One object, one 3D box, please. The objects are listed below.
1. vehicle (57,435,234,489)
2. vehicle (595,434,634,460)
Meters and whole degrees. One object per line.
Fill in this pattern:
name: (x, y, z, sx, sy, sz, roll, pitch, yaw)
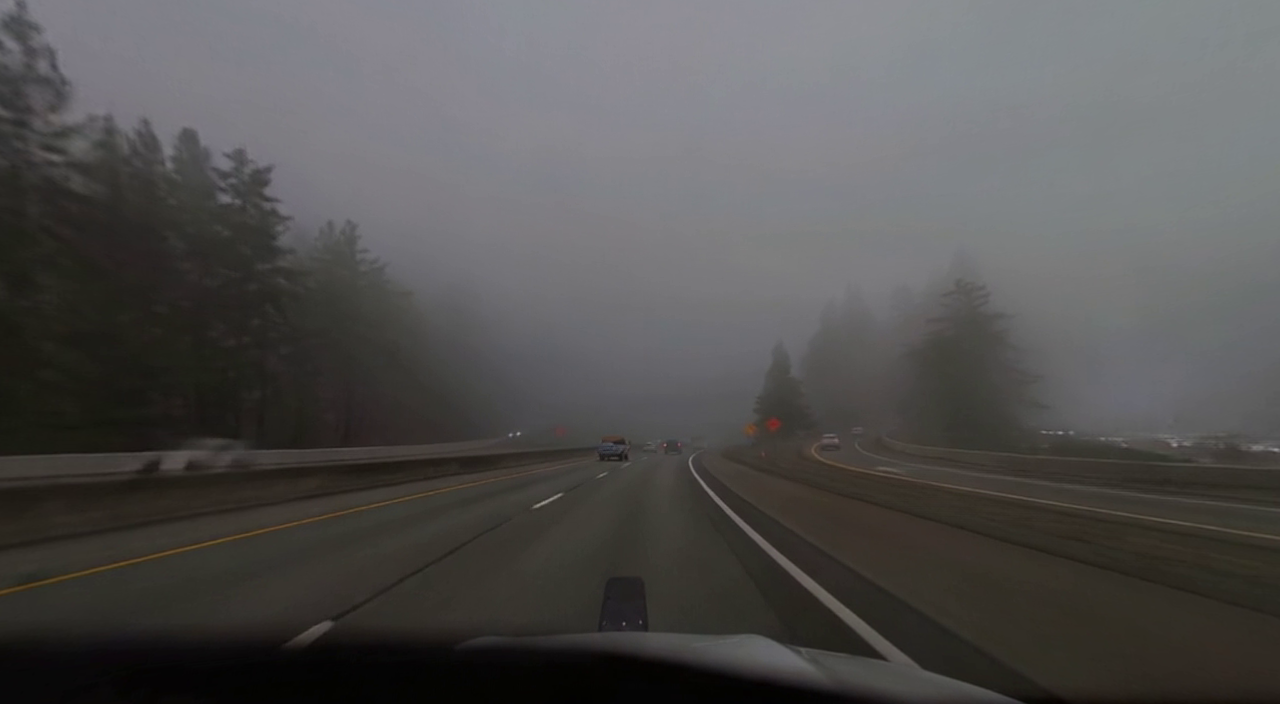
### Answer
vehicle: (-16.111, 3.592, 20.939, 2.036, 1.554, 4.510, -1, -8, 3)
vehicle: (-1.719, 6.678, 44.395, 2.129, 1.742, 4.217, -1, -8, 6)
